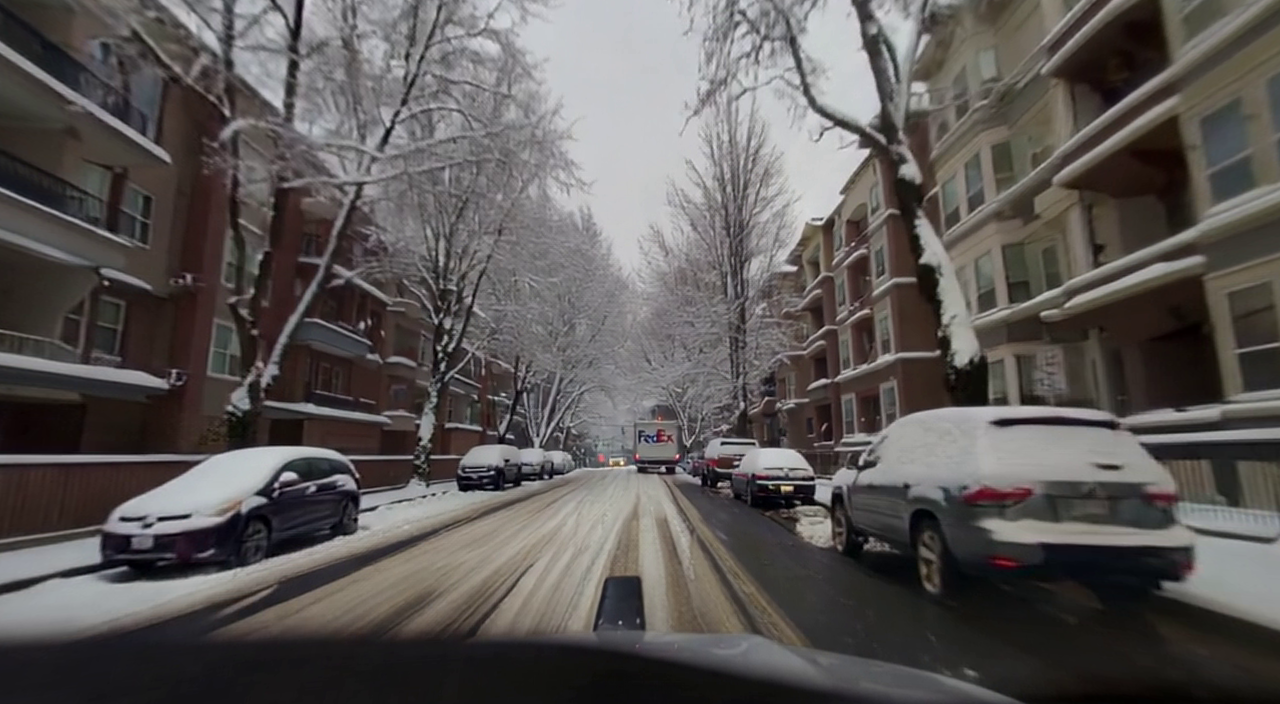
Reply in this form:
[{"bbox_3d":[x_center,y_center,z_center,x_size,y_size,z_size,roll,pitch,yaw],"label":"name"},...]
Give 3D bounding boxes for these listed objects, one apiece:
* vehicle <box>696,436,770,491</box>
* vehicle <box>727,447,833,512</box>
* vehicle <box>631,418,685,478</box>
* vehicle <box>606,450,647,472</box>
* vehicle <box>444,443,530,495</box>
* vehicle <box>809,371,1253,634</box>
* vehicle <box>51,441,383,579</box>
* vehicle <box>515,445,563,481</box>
[{"bbox_3d":[3.692,4.543,26.112,2.221,1.991,5.564,0,-9,0],"label":"vehicle"},{"bbox_3d":[3.575,3.316,17.049,1.877,1.500,4.407,0,-9,0],"label":"vehicle"},{"bbox_3d":[0.940,5.870,38.822,2.930,3.275,8.180,0,-9,-1],"label":"vehicle"},{"bbox_3d":[-0.943,8.021,46.665,1.981,1.500,3.992,-2,-9,14],"label":"vehicle"},{"bbox_3d":[-5.694,4.392,24.130,2.089,1.757,4.256,0,-9,2],"label":"vehicle"},{"bbox_3d":[3.630,1.466,7.053,2.099,2.018,4.087,0,-9,-4],"label":"vehicle"},{"bbox_3d":[-5.724,2.131,9.413,1.888,1.546,4.306,0,-9,1],"label":"vehicle"},{"bbox_3d":[-5.564,6.164,35.346,2.020,1.867,4.654,0,-9,-1],"label":"vehicle"}]
